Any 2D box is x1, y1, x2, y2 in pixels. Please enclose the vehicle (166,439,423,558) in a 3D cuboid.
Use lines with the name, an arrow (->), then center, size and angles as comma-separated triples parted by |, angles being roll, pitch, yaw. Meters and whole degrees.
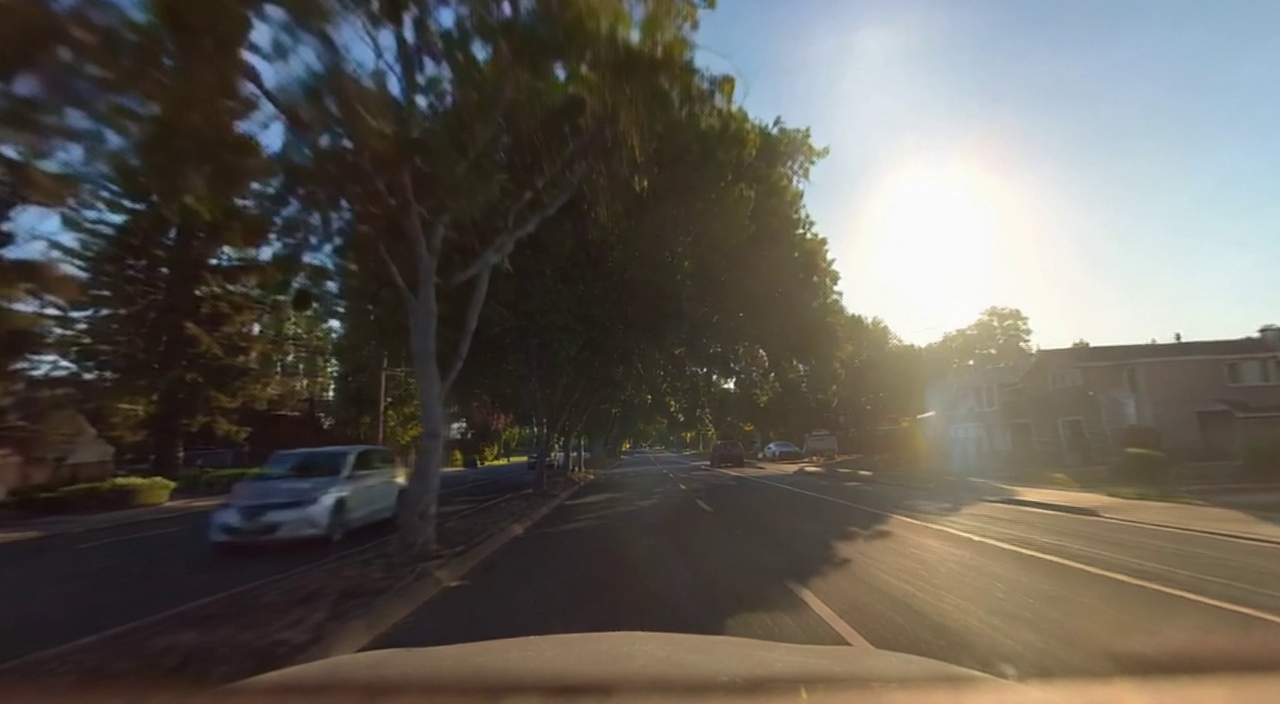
vehicle -> -5.531, 2.365, 10.899 | 1.935, 1.521, 4.314 | -4, -9, 2

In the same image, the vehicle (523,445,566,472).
vehicle -> -5.807, 6.509, 38.622 | 1.962, 1.471, 4.336 | -3, -9, -1
